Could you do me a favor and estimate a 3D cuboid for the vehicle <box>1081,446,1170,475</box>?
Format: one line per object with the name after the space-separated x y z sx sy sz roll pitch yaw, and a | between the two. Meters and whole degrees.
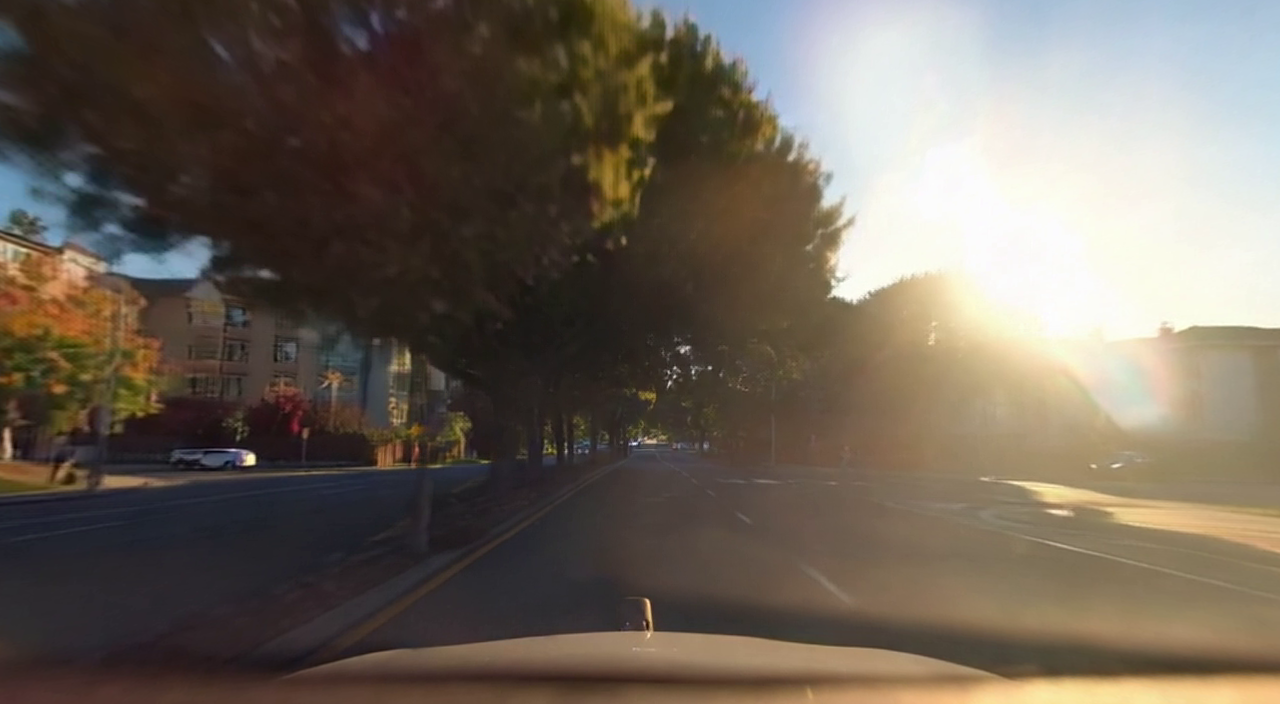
28.148 6.271 36.754 1.900 1.503 4.553 -1 -8 6 | vehicle
